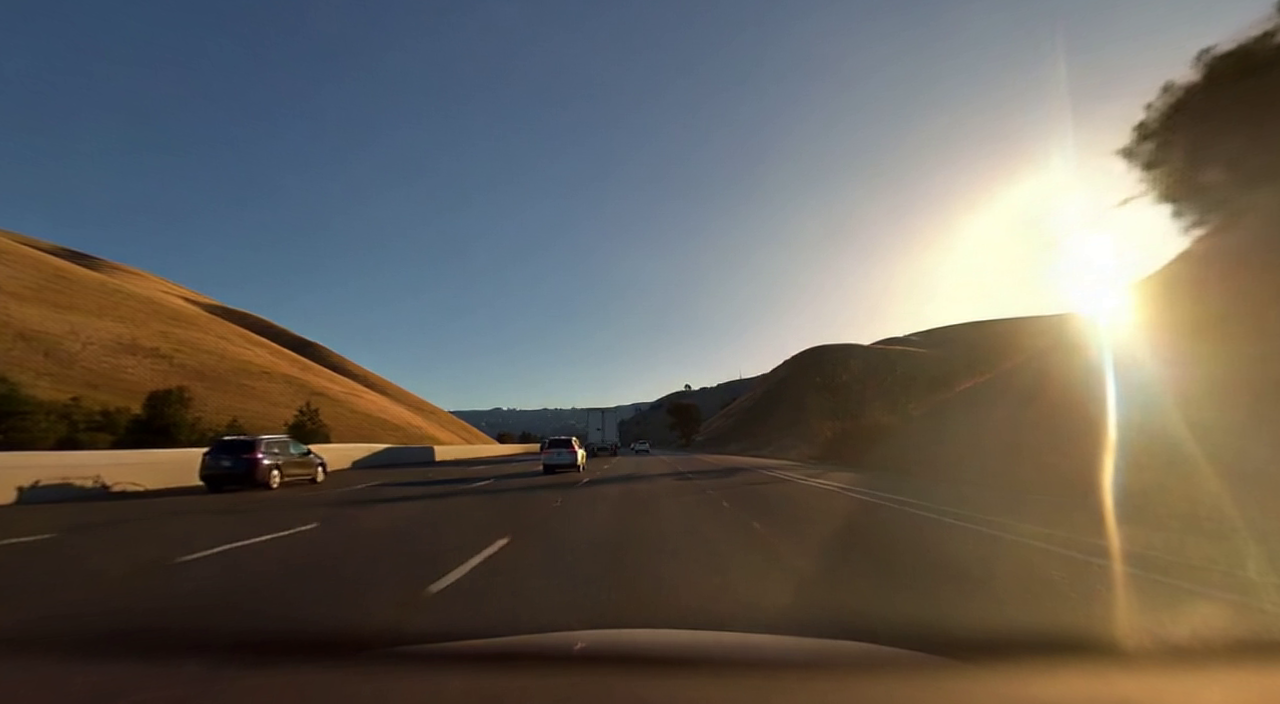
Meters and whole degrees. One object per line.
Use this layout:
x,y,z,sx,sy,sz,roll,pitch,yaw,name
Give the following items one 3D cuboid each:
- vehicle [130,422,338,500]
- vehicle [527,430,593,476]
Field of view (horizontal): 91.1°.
-10.963,2.976,17.676,2.130,1.828,5.523,0,-8,0,vehicle
-3.218,4.142,26.056,2.099,1.734,4.413,0,-8,1,vehicle
